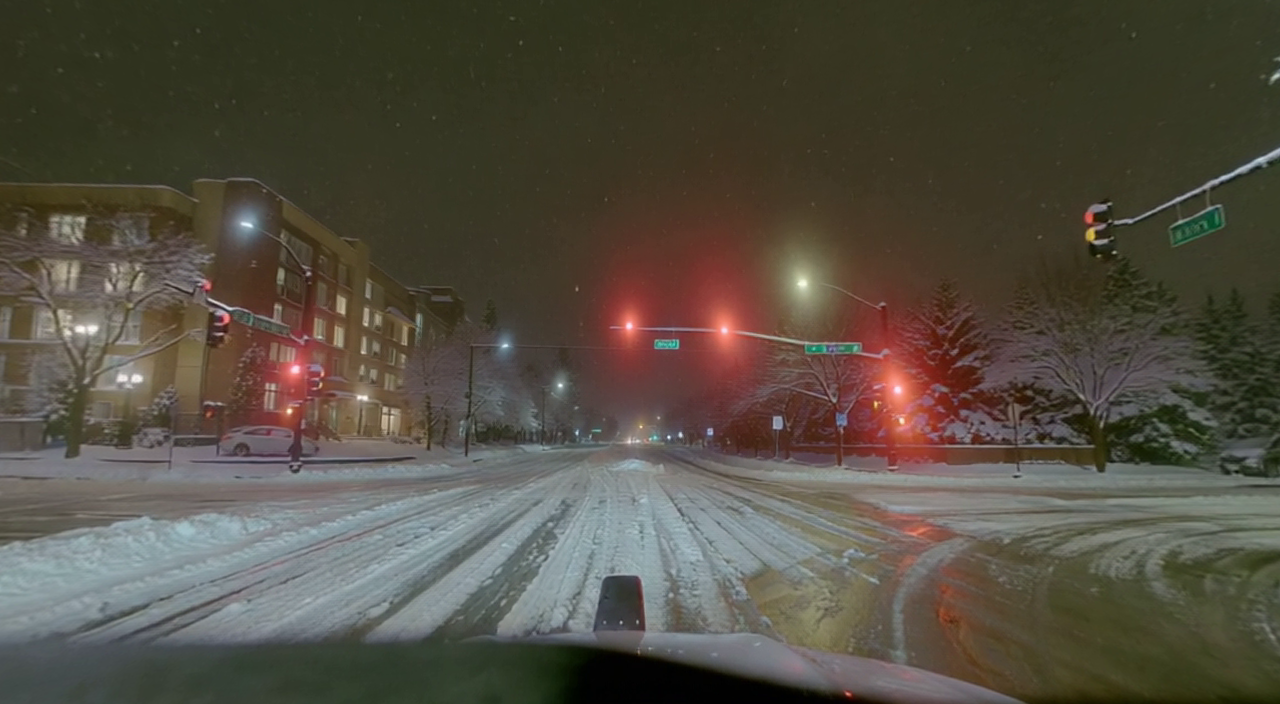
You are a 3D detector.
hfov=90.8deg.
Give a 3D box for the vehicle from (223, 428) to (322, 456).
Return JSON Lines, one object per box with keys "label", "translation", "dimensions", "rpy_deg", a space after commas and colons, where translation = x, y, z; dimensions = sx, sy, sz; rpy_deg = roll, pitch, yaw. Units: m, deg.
{"label": "vehicle", "translation": [-22.406, 5.513, 38.690], "dimensions": [4.765, 1.593, 1.891], "rpy_deg": [1, -9, -8]}
